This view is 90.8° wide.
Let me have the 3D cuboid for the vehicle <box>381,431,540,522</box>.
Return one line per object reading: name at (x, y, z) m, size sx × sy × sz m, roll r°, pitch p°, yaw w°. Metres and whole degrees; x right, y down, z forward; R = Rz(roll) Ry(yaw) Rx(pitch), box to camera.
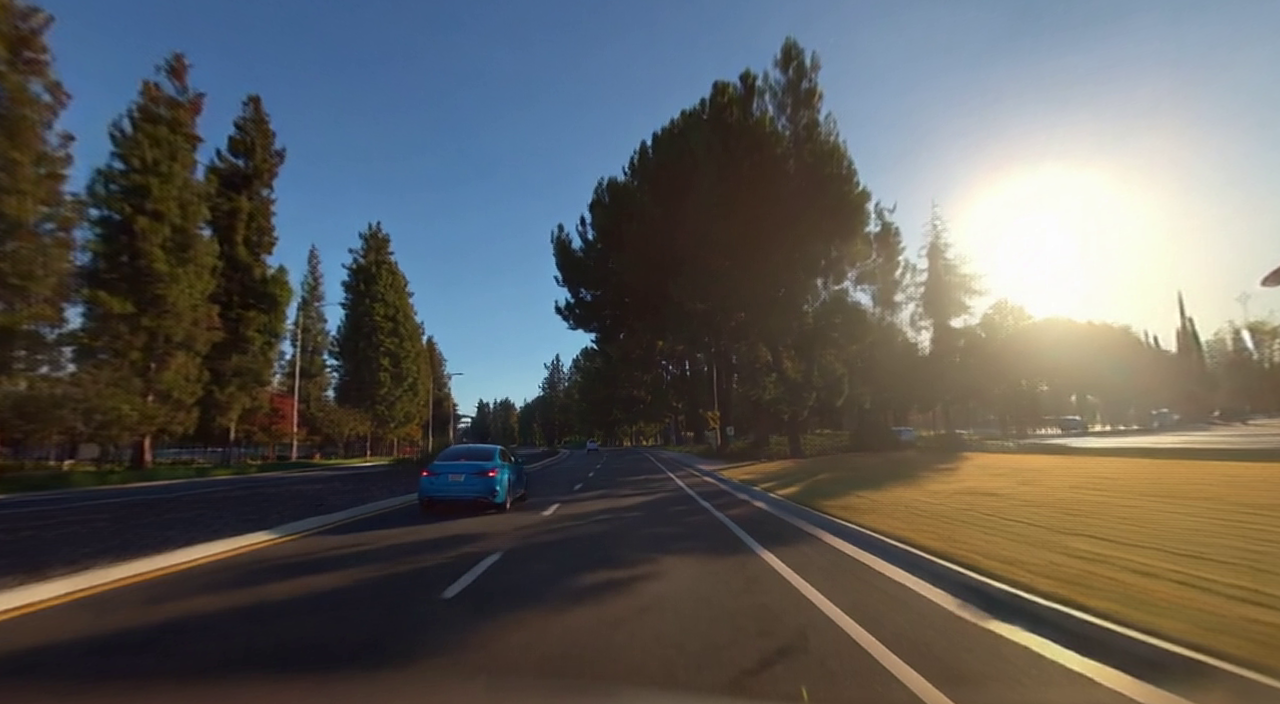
vehicle at (-3.288, 2.348, 12.516) m, size 1.964 × 1.472 × 4.078 m, roll 0°, pitch -8°, yaw 0°
